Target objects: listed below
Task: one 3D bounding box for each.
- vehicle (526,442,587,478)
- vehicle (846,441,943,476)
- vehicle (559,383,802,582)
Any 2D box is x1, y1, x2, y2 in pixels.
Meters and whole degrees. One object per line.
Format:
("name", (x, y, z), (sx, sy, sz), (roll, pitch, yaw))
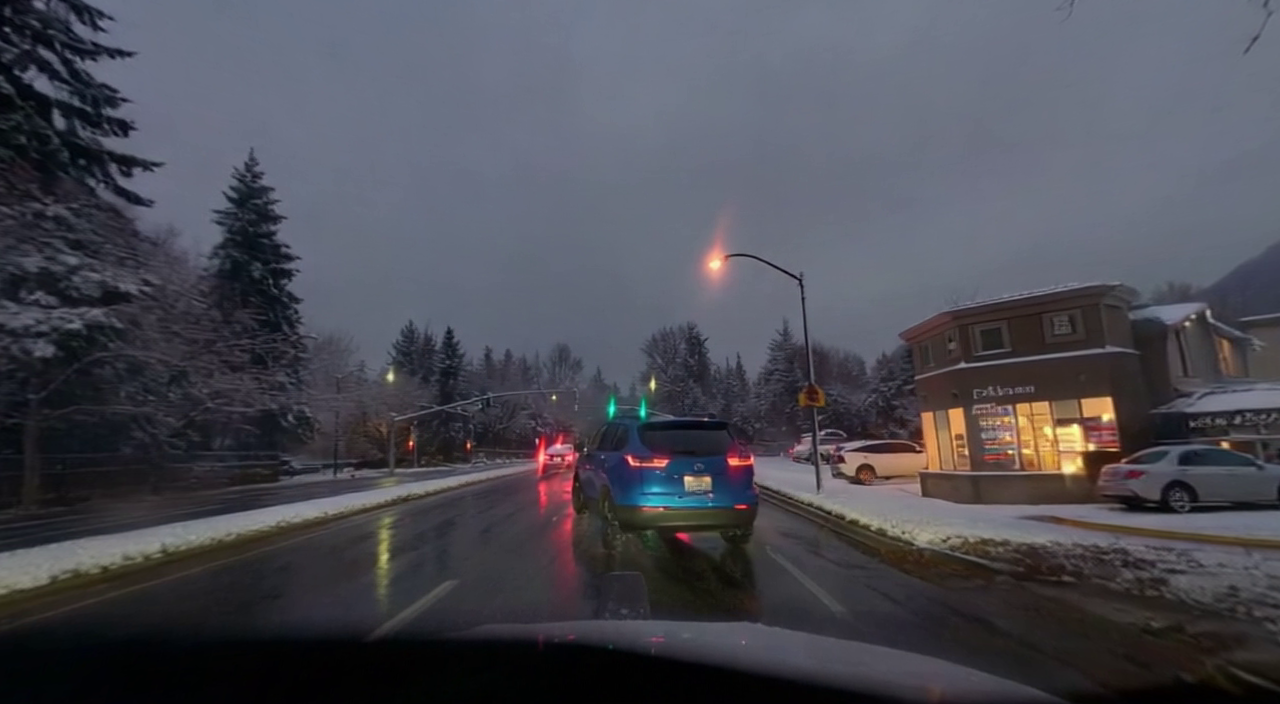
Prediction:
("vehicle", (-3.607, 4.761, 27.967), (2.026, 1.466, 4.282), (0, -8, 2))
("vehicle", (12.104, 5.068, 29.997), (3.811, 1.557, 1.800), (1, -9, -10))
("vehicle", (0.168, 1.649, 8.740), (2.052, 1.955, 4.642), (2, -9, -13))
